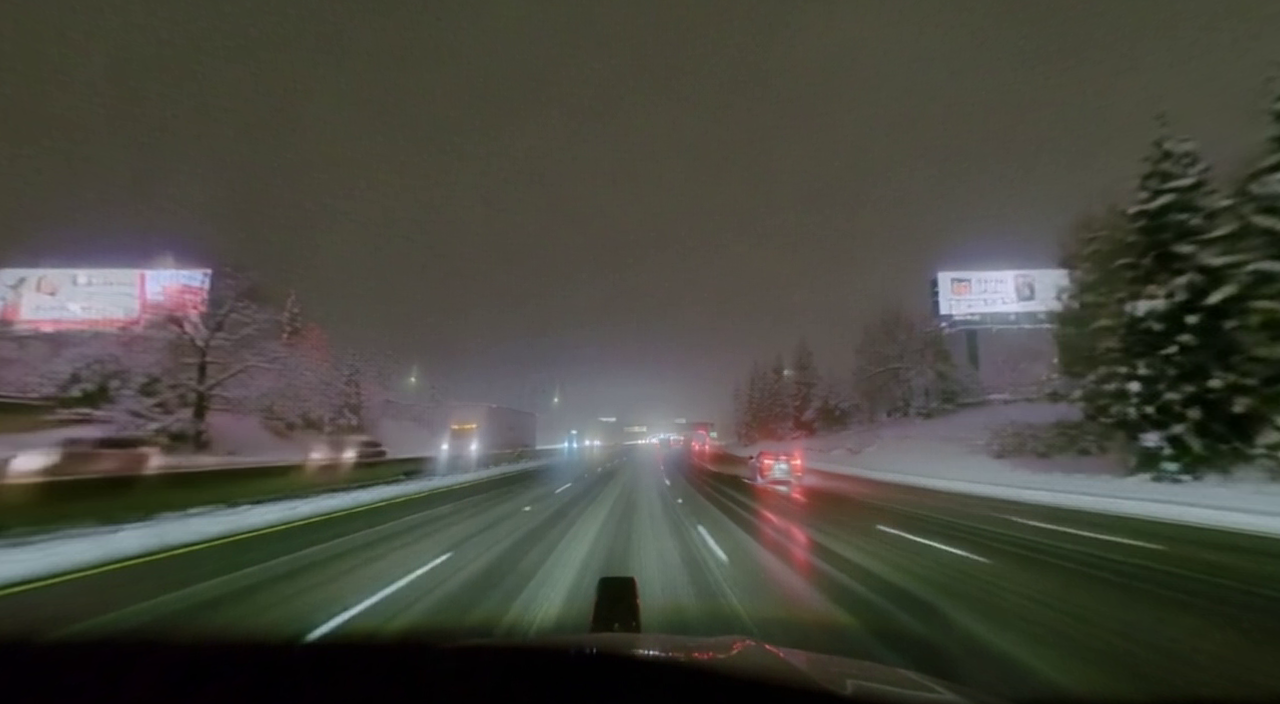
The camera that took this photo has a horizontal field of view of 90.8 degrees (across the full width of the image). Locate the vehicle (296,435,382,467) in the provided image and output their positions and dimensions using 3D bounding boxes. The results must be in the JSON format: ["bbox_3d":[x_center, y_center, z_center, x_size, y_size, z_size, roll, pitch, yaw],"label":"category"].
[{"bbox_3d":[-16.001,5.292,33.887,2.232,1.604,4.646,0,-8,1],"label":"vehicle"}]

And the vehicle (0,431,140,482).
[{"bbox_3d":[-19.483,3.420,20.867,2.098,1.473,4.578,0,-8,1],"label":"vehicle"}]

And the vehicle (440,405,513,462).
[{"bbox_3d":[-12.028,6.201,47.509,3.010,3.944,8.280,0,-8,2],"label":"vehicle"}]
